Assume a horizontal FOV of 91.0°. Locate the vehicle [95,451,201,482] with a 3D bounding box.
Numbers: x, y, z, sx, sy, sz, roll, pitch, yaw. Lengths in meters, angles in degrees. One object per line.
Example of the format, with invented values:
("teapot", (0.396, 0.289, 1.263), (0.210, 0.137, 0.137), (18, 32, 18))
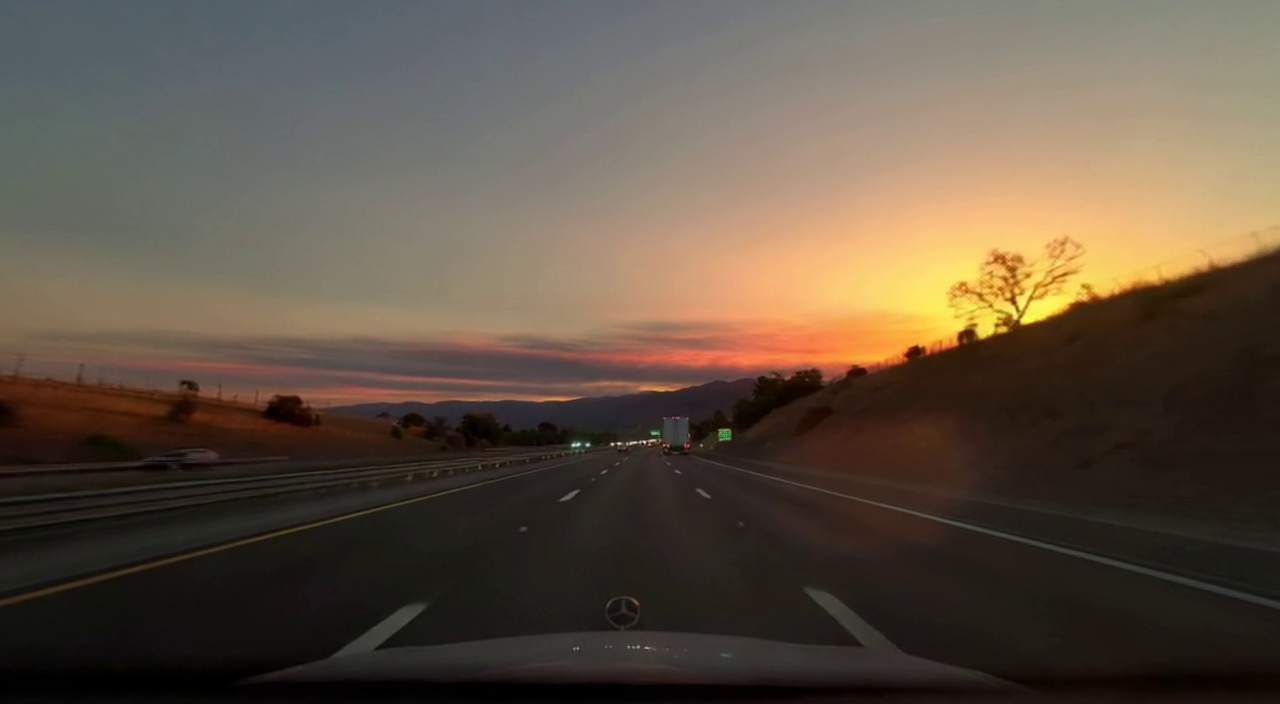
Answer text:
("vehicle", (-26.987, 6.264, 34.793), (1.936, 1.507, 4.806), (0, -9, 1))
